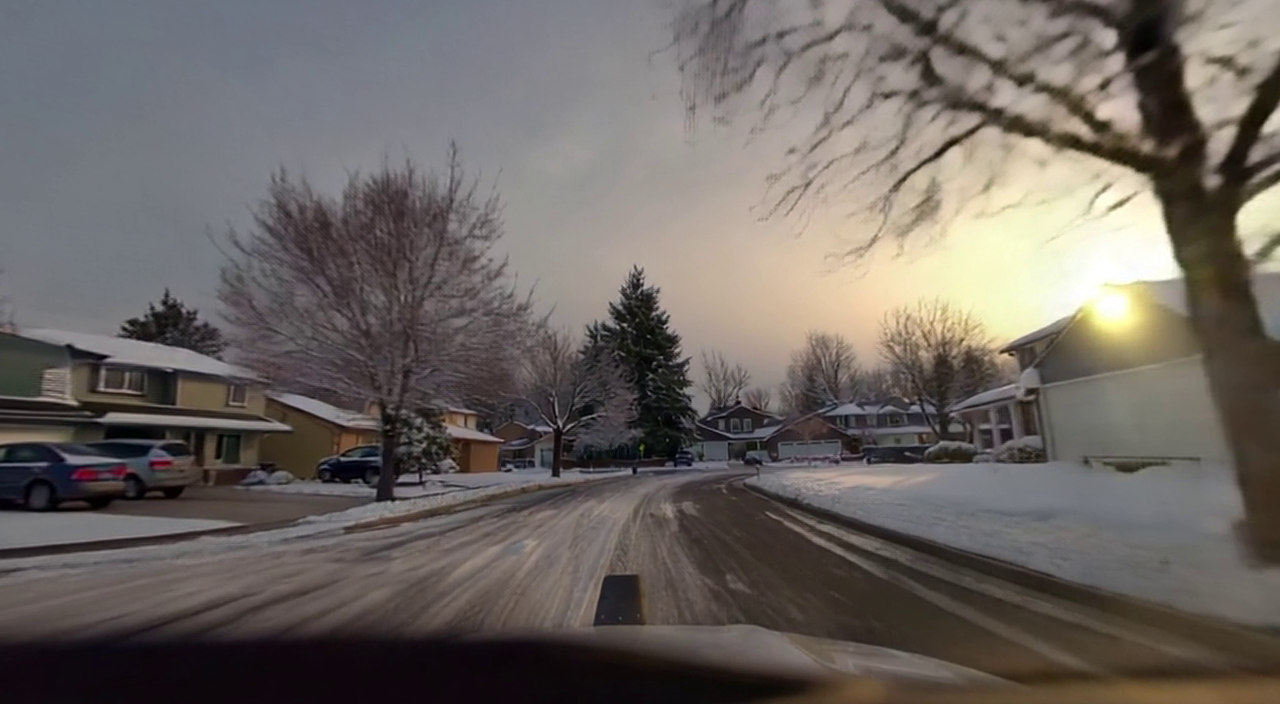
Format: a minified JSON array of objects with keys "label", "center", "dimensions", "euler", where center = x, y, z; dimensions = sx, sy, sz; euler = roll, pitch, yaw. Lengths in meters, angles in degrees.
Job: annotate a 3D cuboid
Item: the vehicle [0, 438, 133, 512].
[{"label":"vehicle","center":[-16.715,3.209,16.705],"dimensions":[4.581,1.811,2.145],"euler":[1,-9,-3]}]
